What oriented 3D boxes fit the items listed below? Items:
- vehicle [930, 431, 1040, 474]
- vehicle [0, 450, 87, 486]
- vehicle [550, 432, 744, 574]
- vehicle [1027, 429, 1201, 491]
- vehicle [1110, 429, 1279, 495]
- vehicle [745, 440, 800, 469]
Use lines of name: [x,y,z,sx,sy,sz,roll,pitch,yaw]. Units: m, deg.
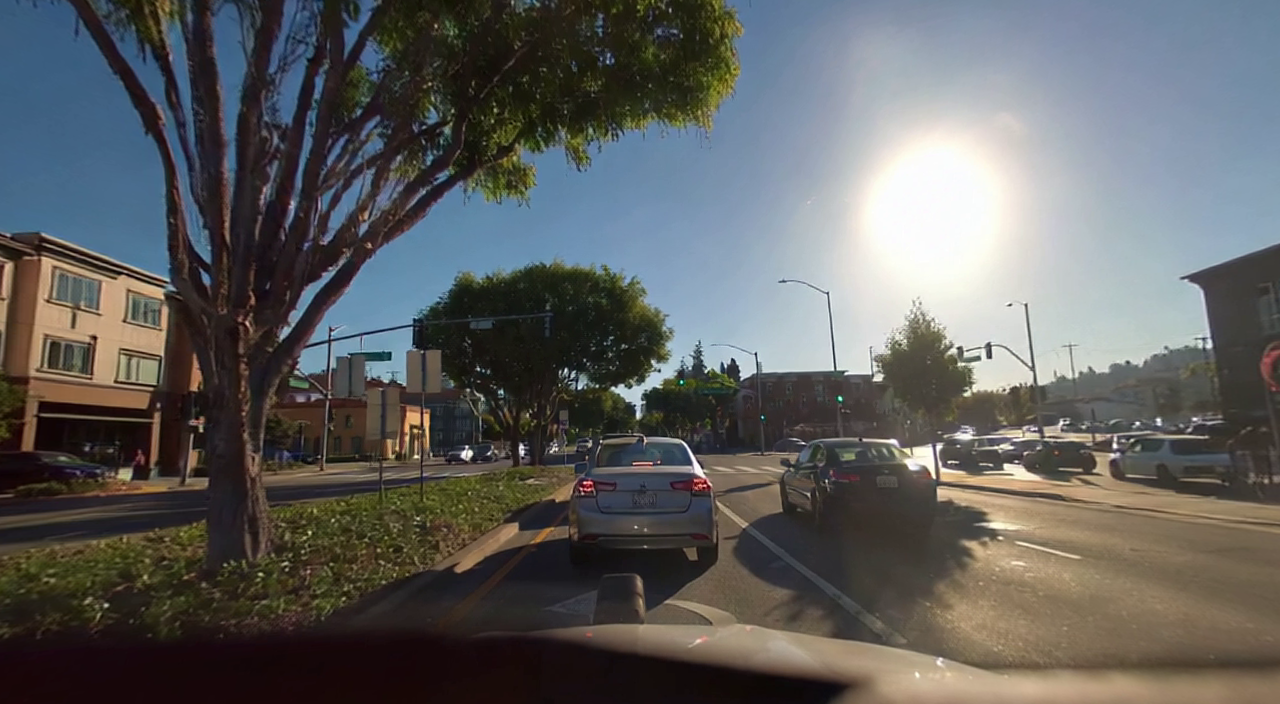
vehicle: [13.093,3.844,24.167,1.887,1.504,3.898,0,-9,-2]
vehicle: [-27.399,5.089,27.900,1.773,1.438,4.268,0,-9,2]
vehicle: [-0.034,1.878,8.654,2.010,1.447,4.121,0,-9,-3]
vehicle: [13.078,3.000,17.737,1.859,1.525,3.948,0,-9,1]
vehicle: [15.766,3.073,17.851,1.814,1.642,3.863,0,-9,1]
vehicle: [7.032,5.482,33.821,1.932,1.439,4.159,0,-9,-1]
